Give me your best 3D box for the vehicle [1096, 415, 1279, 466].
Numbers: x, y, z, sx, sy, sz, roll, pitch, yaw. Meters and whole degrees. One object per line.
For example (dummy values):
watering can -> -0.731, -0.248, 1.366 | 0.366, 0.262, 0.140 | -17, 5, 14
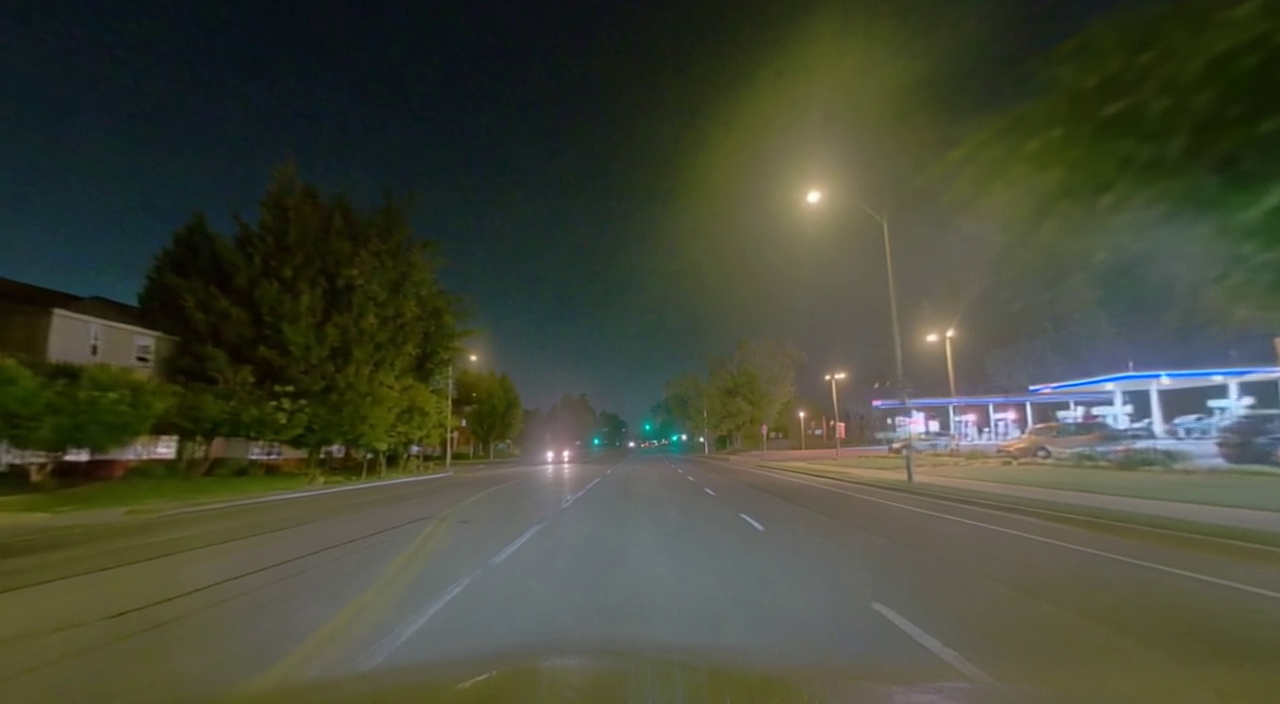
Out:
vehicle -> 16.854, 2.714, 19.308 | 4.352, 1.466, 1.943 | 0, -8, -3

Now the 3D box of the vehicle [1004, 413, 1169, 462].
vehicle -> 16.731, 3.223, 23.864 | 4.594, 1.751, 2.071 | 0, -8, -1

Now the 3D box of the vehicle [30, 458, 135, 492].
vehicle -> -26.845, 5.908, 30.585 | 1.768, 1.465, 3.569 | 0, -8, 1
